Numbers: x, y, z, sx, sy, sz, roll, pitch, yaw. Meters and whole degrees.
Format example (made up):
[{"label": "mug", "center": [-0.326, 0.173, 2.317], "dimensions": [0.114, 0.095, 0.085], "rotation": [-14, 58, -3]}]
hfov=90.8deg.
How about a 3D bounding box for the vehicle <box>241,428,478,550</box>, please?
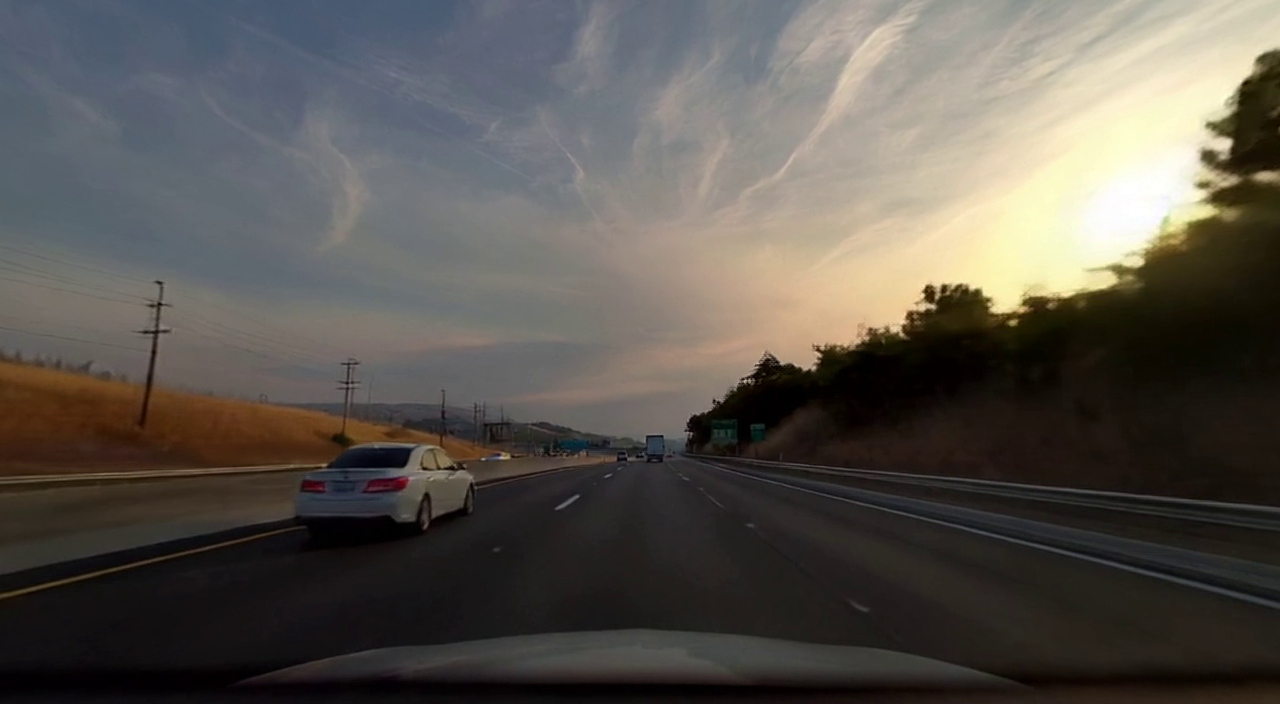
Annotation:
[{"label": "vehicle", "center": [-4.221, 2.121, 10.385], "dimensions": [2.035, 1.595, 4.022], "rotation": [0, -9, 0]}]
